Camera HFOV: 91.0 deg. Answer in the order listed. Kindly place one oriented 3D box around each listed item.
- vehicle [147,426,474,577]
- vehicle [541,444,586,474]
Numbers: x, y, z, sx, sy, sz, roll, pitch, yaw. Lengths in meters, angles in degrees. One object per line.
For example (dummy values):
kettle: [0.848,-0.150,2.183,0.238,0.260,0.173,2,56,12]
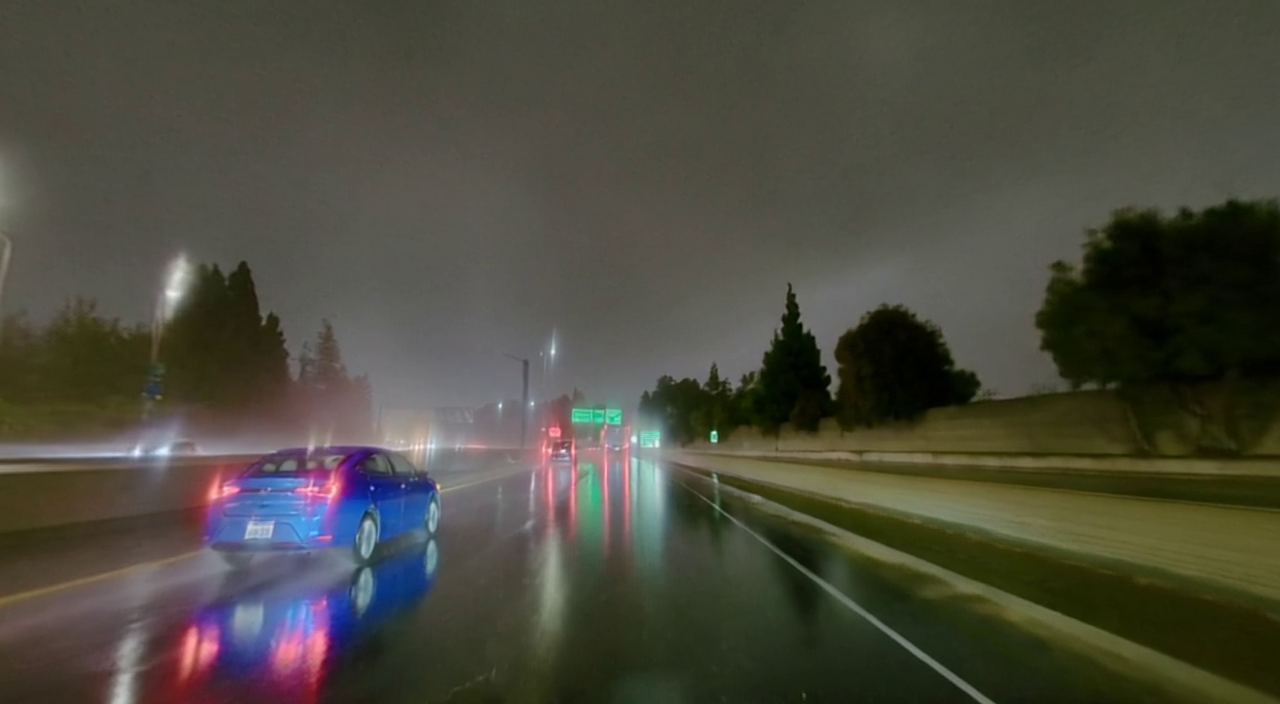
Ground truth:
vehicle: [-3.975,1.878,8.782,2.012,1.510,4.672,0,-9,0]
vehicle: [-3.978,5.615,33.287,1.965,1.459,4.145,0,-9,-2]
